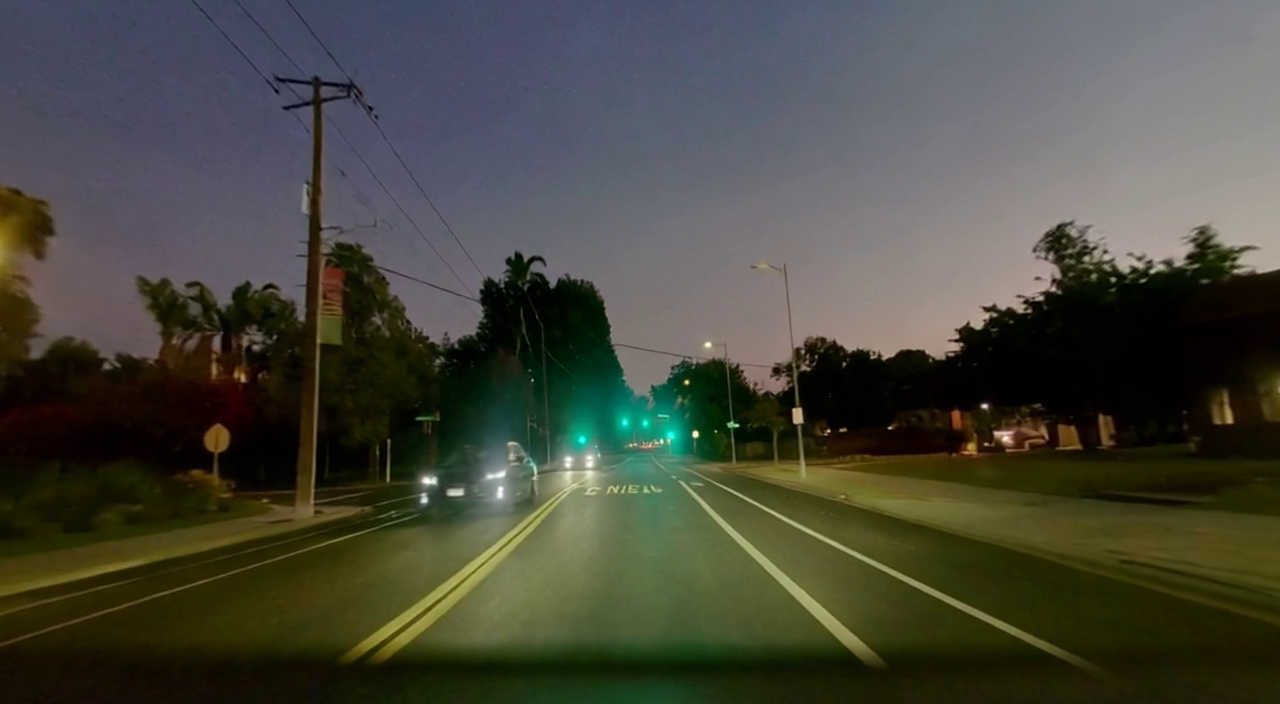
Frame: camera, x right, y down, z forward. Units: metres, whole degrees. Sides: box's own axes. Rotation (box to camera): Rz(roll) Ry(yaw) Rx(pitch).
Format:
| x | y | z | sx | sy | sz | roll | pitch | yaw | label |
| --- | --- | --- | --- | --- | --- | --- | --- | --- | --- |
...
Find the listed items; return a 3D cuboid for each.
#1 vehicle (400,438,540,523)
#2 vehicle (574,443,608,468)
| x | y | z | sx | sy | sz | roll | pitch | yaw | label |
| --- | --- | --- | --- | --- | --- | --- | --- | --- | --- |
| -3.578 | 2.773 | 14.179 | 1.974 | 1.604 | 4.156 | 0 | -9 | 0 | vehicle |
| -3.649 | 7.770 | 47.699 | 2.059 | 1.743 | 4.618 | 0 | -9 | 1 | vehicle |
